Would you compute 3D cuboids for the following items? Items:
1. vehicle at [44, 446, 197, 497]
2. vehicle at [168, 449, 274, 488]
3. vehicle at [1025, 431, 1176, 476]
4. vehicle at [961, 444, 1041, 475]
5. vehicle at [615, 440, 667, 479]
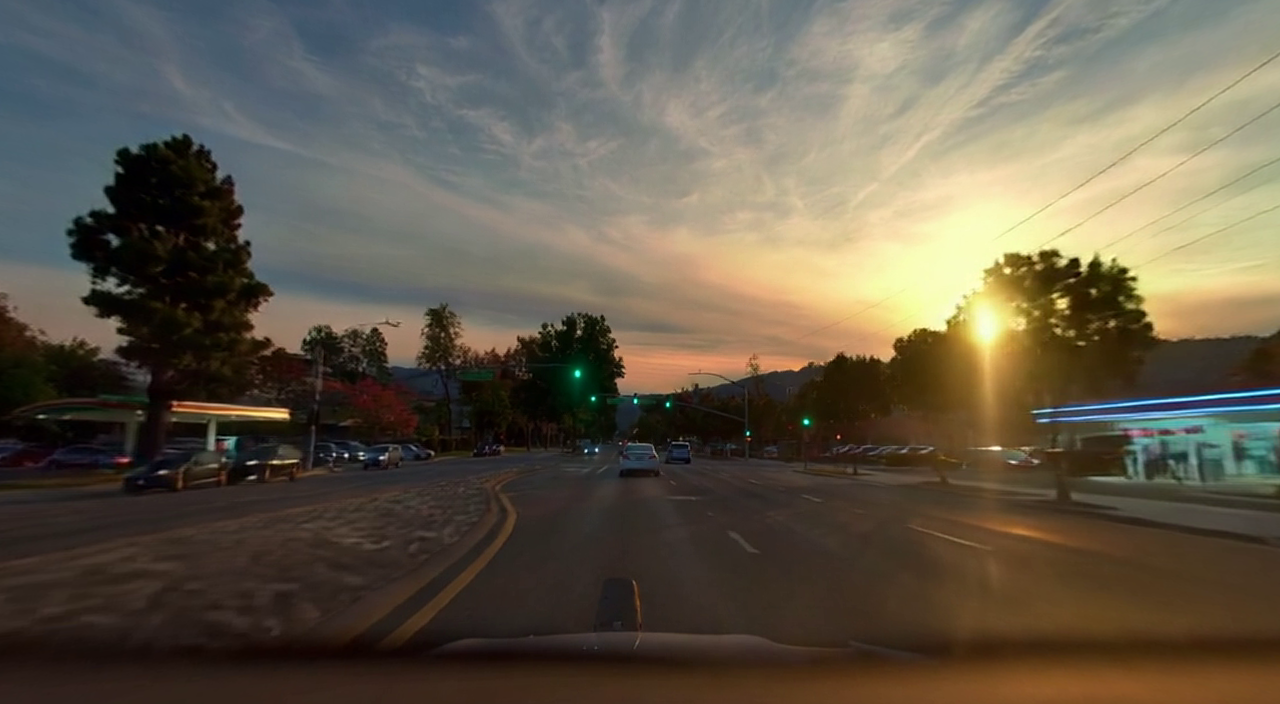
[{"bbox_3d":[-19.103,4.407,23.469,1.967,1.680,4.396,-1,-9,-1],"label":"vehicle"},{"bbox_3d":[-19.115,5.293,28.993,1.920,1.638,4.299,1,-9,0],"label":"vehicle"},{"bbox_3d":[20.515,4.584,28.542,2.254,1.804,5.953,0,-9,-1],"label":"vehicle"},{"bbox_3d":[20.308,6.072,35.666,1.950,1.519,4.860,-3,-9,5],"label":"vehicle"},{"bbox_3d":[0.013,4.768,28.125,2.145,1.572,4.021,1,-9,-1],"label":"vehicle"}]
